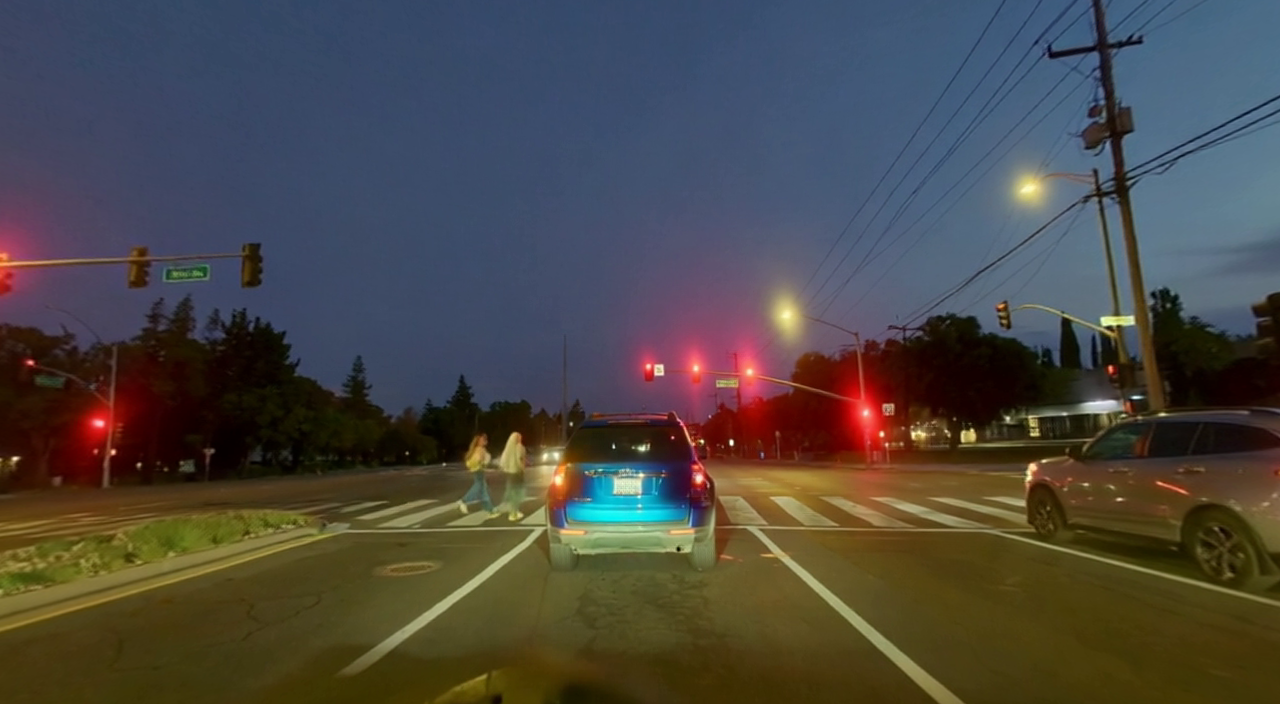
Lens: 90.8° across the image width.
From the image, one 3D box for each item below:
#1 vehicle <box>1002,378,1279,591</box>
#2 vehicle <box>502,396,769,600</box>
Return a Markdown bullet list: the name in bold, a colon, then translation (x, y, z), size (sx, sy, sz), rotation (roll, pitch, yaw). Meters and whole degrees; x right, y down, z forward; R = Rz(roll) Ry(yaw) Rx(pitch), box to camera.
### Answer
- **vehicle**: translation (6.621, 1.399, 7.191), size (2.119, 1.827, 4.806), rotation (0, -9, 0)
- **vehicle**: translation (-0.065, 1.571, 7.623), size (2.285, 1.729, 4.252), rotation (0, -9, -1)
